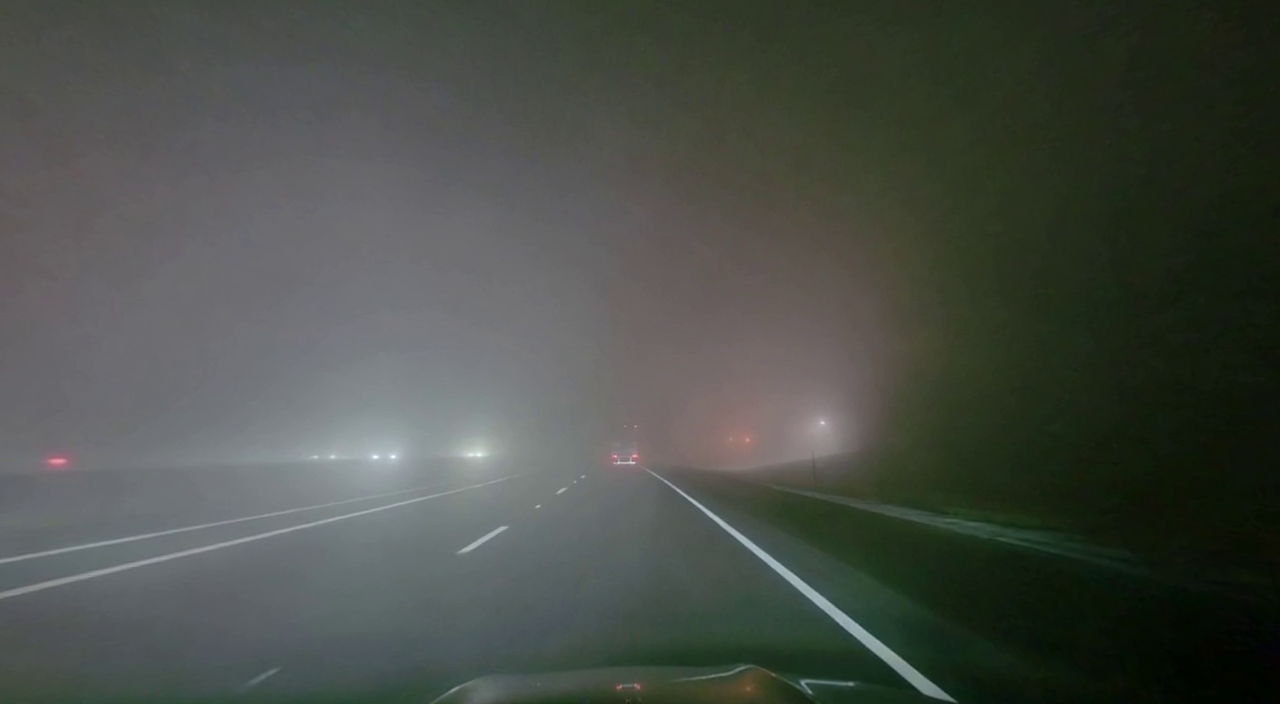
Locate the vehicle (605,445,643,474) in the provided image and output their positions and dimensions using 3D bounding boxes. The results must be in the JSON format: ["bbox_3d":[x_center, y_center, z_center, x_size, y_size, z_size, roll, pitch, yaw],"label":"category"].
[{"bbox_3d":[-0.973,6.641,38.894,2.230,1.715,4.243,0,-9,-1],"label":"vehicle"}]

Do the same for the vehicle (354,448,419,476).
[{"bbox_3d":[-14.825,6.440,36.976,1.869,1.513,4.740,0,-9,0],"label":"vehicle"}]
